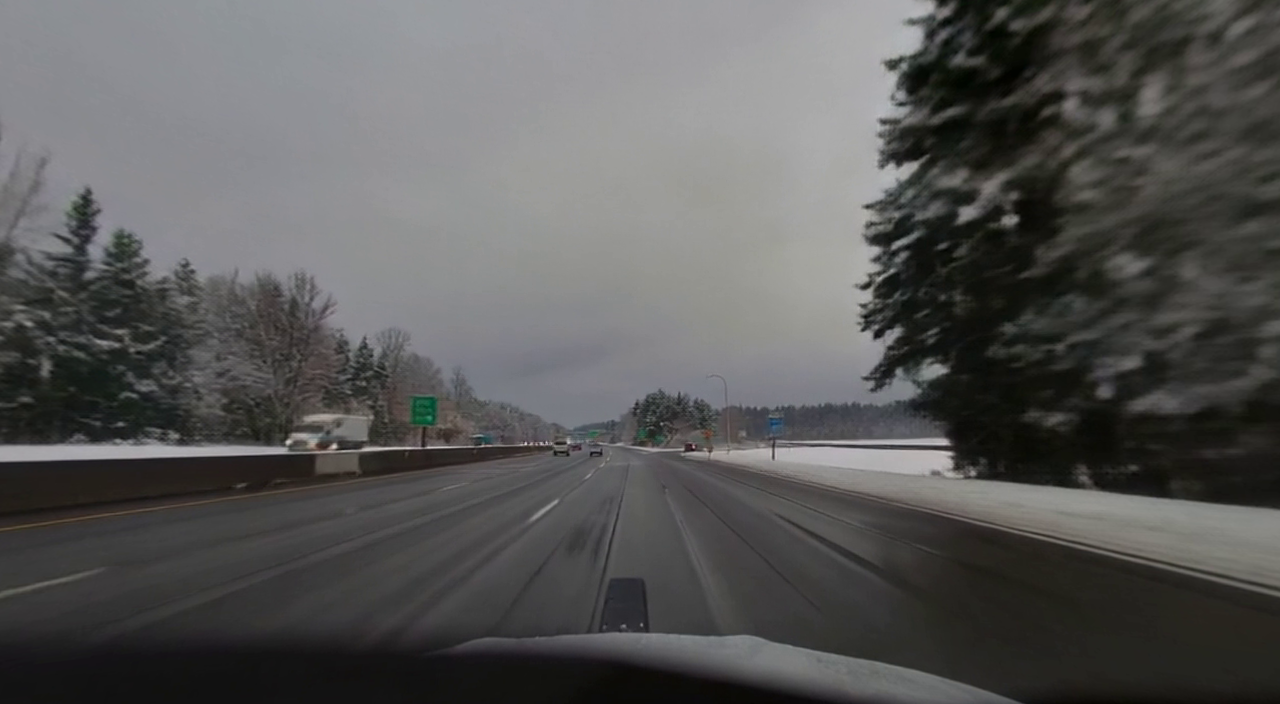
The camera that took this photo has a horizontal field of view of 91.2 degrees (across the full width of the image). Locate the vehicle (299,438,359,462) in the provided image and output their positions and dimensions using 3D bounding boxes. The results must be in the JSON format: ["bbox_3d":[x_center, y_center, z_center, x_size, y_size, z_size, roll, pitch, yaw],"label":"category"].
[{"bbox_3d":[-21.303,6.739,43.167,1.890,1.528,4.519,0,-8,-1],"label":"vehicle"}]
